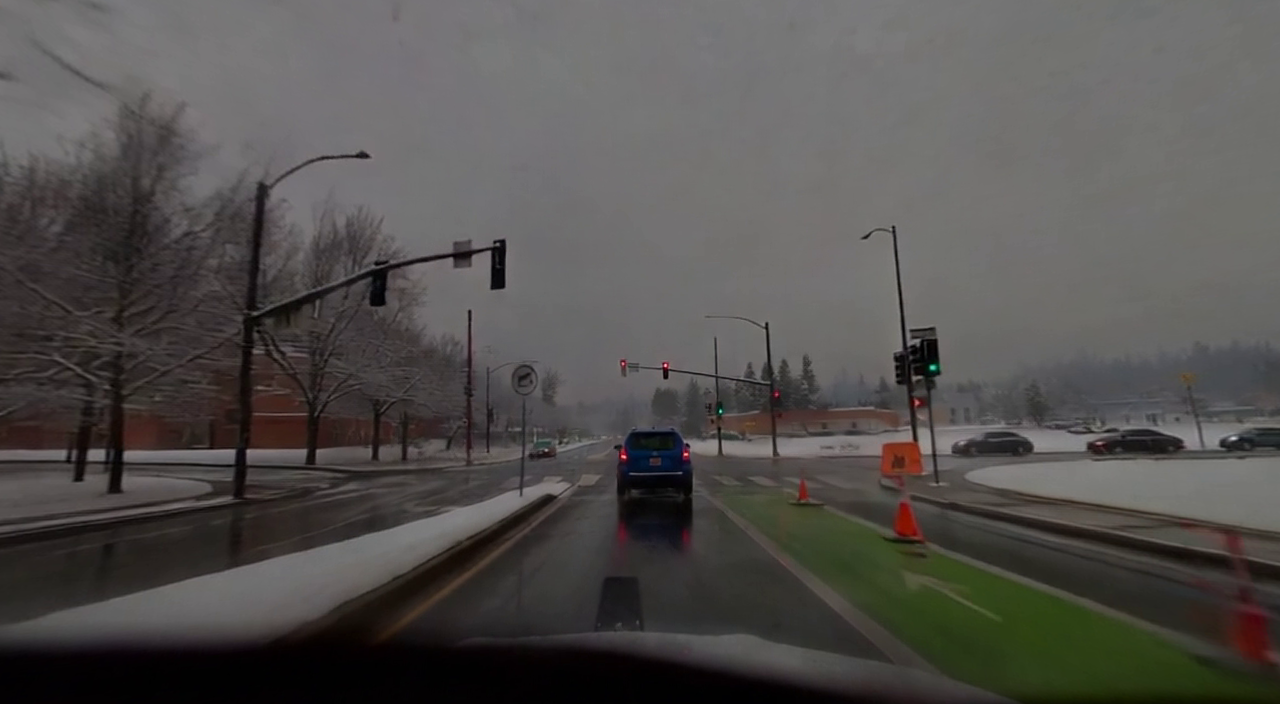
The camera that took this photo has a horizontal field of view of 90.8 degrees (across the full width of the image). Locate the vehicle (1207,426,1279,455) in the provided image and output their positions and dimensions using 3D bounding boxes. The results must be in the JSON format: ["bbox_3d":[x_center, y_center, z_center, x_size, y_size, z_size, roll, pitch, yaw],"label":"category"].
[{"bbox_3d":[33.247,4.689,33.453,4.483,1.481,2.082,0,-9,-4],"label":"vehicle"}]

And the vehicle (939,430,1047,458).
[{"bbox_3d":[18.636,4.890,33.501,4.492,1.422,1.961,0,-9,-1],"label":"vehicle"}]

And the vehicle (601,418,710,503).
[{"bbox_3d":[0.321,2.678,15.946,2.339,1.790,4.629,-1,-9,0],"label":"vehicle"}]

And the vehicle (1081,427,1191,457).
[{"bbox_3d":[26.444,4.817,33.755,4.343,1.518,1.845,0,-9,-3],"label":"vehicle"}]
